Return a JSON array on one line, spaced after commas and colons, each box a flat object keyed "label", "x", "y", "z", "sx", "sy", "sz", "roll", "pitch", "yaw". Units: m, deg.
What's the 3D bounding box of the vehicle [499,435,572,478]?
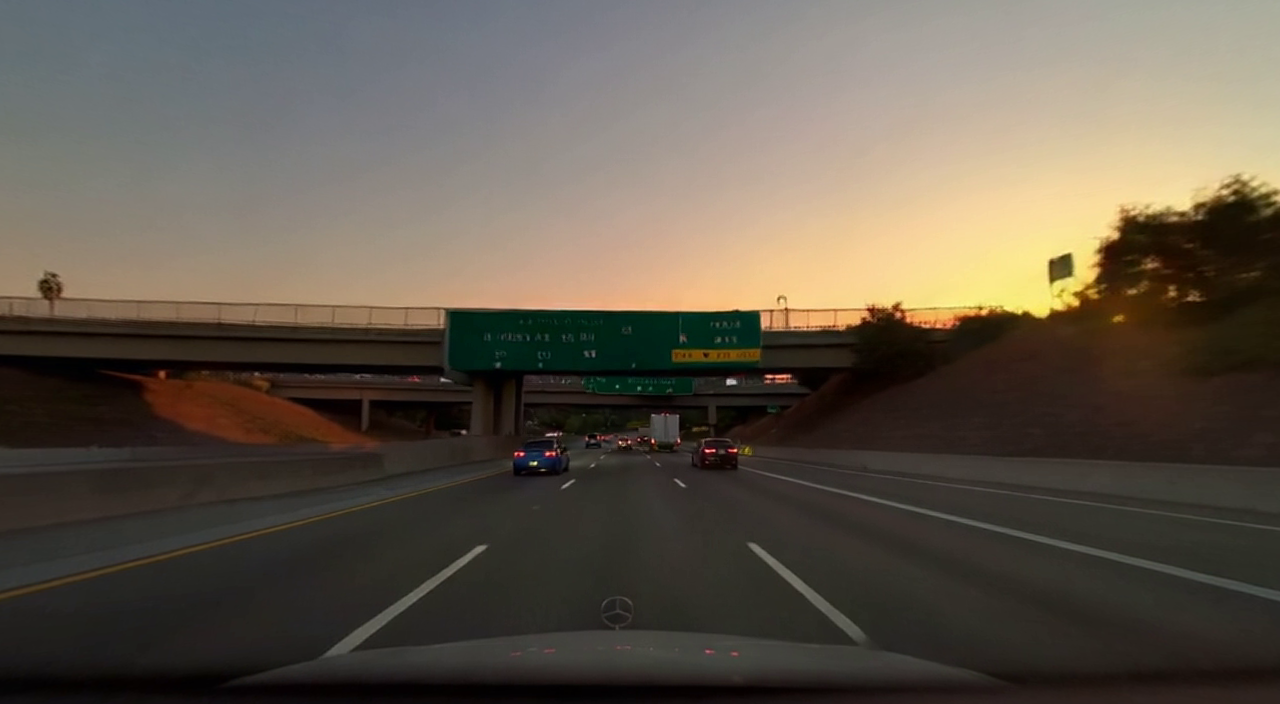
[{"label": "vehicle", "x": -3.844, "y": 3.927, "z": 23.972, "sx": 2.064, "sy": 1.479, "sz": 4.370, "roll": 0, "pitch": -8, "yaw": 0}]

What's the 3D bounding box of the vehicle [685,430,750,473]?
[{"label": "vehicle", "x": 3.094, "y": 4.070, "z": 25.957, "sx": 2.001, "sy": 1.625, "sz": 4.088, "roll": 0, "pitch": -8, "yaw": -2}]
